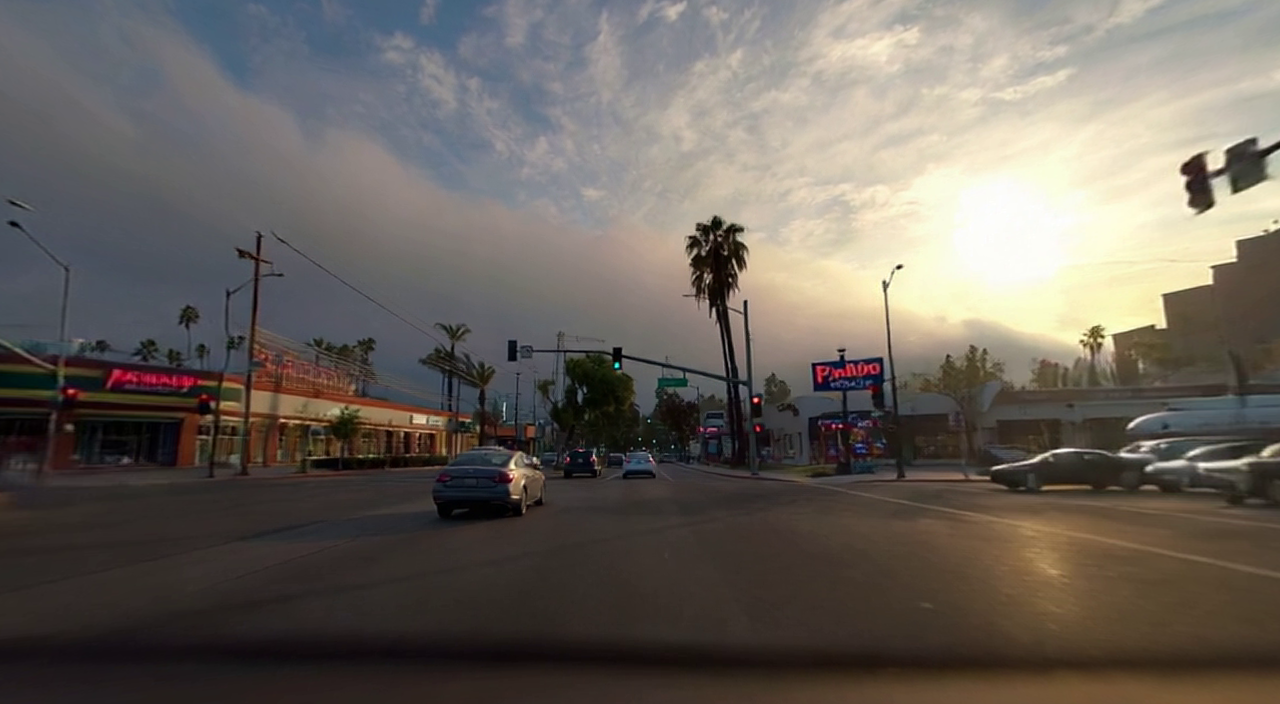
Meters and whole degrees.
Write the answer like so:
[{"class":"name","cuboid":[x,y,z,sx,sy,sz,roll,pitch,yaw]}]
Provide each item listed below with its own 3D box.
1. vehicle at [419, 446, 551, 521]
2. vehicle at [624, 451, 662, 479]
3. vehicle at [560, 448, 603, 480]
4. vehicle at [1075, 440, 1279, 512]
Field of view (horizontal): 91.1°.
[{"class":"vehicle","cuboid":[-3.494,3.030,15.100,1.904,1.513,4.410,0,-9,2]},{"class":"vehicle","cuboid":[0.182,6.617,36.940,2.094,1.496,4.070,0,-9,0]},{"class":"vehicle","cuboid":[-3.251,6.301,35.542,1.979,1.634,3.957,0,-9,1]},{"class":"vehicle","cuboid":[13.095,2.812,14.485,4.532,1.504,2.087,0,-9,0]}]
